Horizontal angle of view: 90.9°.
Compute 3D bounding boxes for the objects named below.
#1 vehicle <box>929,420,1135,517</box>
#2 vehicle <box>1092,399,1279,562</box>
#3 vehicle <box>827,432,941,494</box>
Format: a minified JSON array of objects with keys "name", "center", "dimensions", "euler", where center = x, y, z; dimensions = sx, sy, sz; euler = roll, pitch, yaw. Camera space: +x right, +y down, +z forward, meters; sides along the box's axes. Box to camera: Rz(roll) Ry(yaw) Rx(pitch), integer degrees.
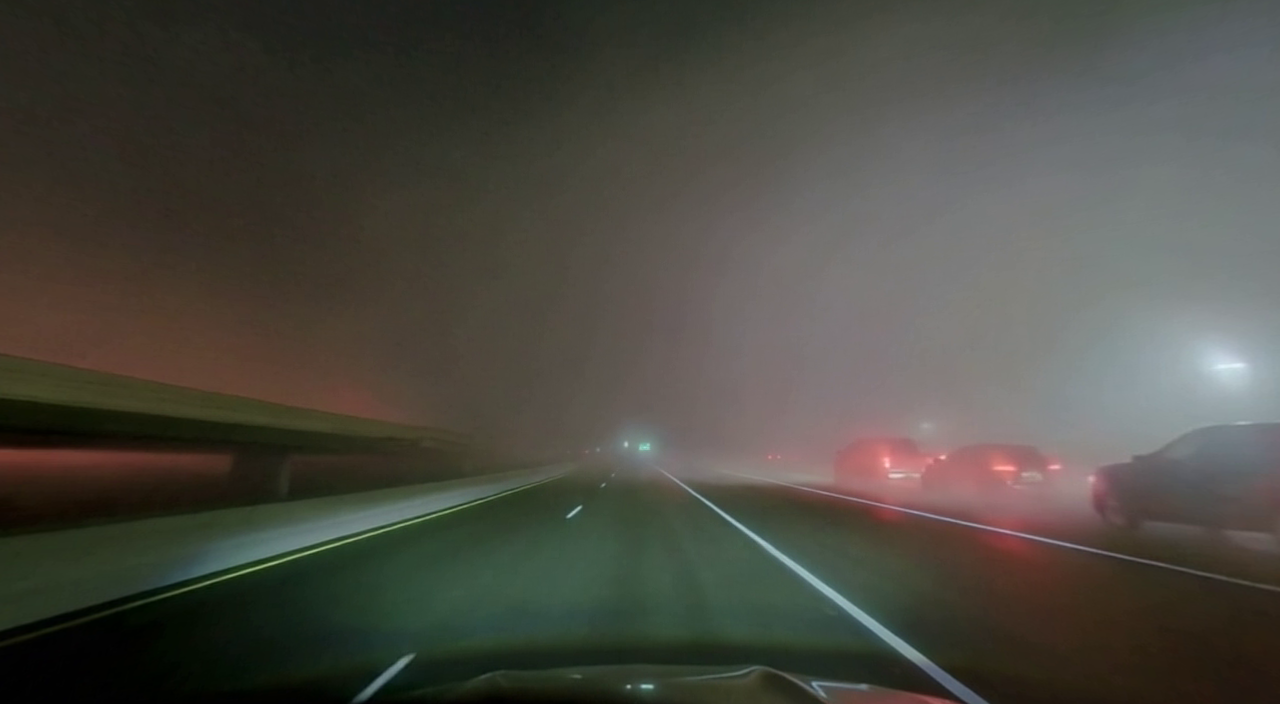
[{"name":"vehicle","center":[16.208,4.889,27.278],"dimensions":[2.887,3.412,9.164],"euler":[0,-9,-1]},{"name":"vehicle","center":[16.185,3.154,15.703],"dimensions":[2.704,3.716,9.364],"euler":[0,-9,-1]},{"name":"vehicle","center":[14.927,6.892,39.718],"dimensions":[3.233,3.414,9.483],"euler":[0,-9,-1]}]
